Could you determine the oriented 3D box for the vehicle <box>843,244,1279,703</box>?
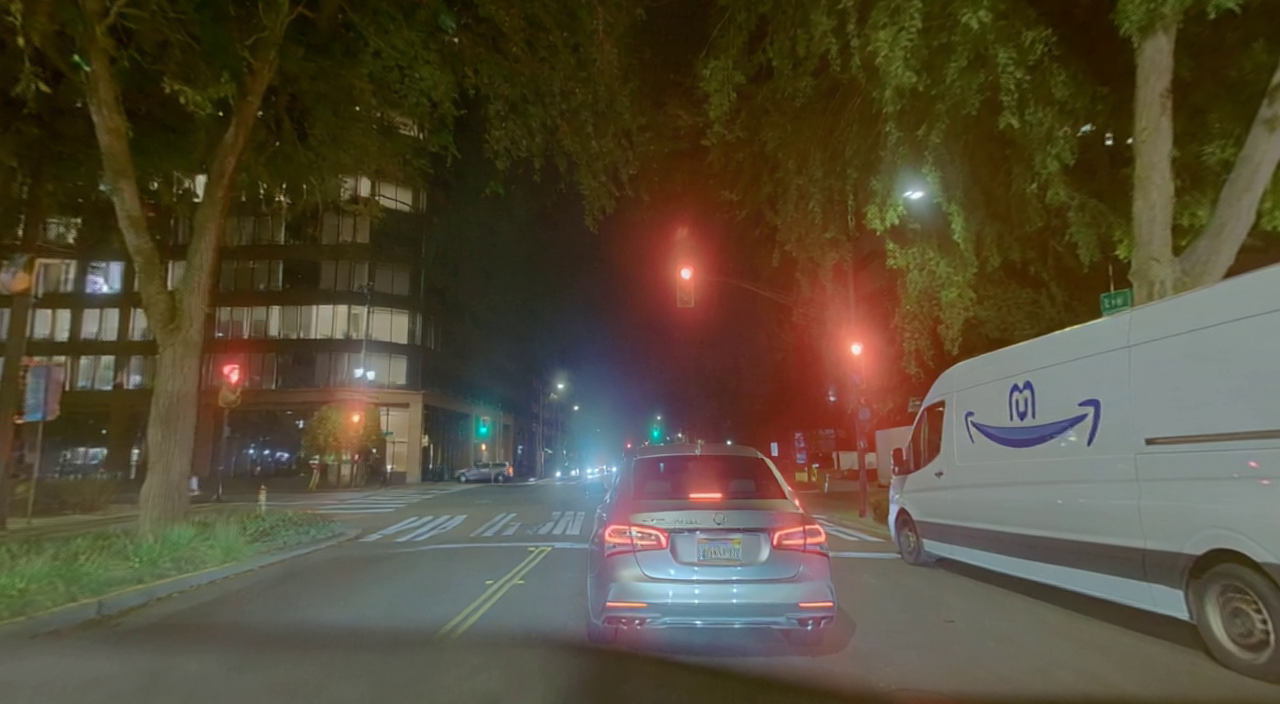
[{"bbox_3d":[2.857,0.897,2.900,2.054,1.965,5.248,1,-11,0],"label":"vehicle"}]

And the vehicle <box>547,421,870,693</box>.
[{"bbox_3d":[0.379,1.591,5.735,1.961,1.629,3.610,1,-10,-1],"label":"vehicle"}]
